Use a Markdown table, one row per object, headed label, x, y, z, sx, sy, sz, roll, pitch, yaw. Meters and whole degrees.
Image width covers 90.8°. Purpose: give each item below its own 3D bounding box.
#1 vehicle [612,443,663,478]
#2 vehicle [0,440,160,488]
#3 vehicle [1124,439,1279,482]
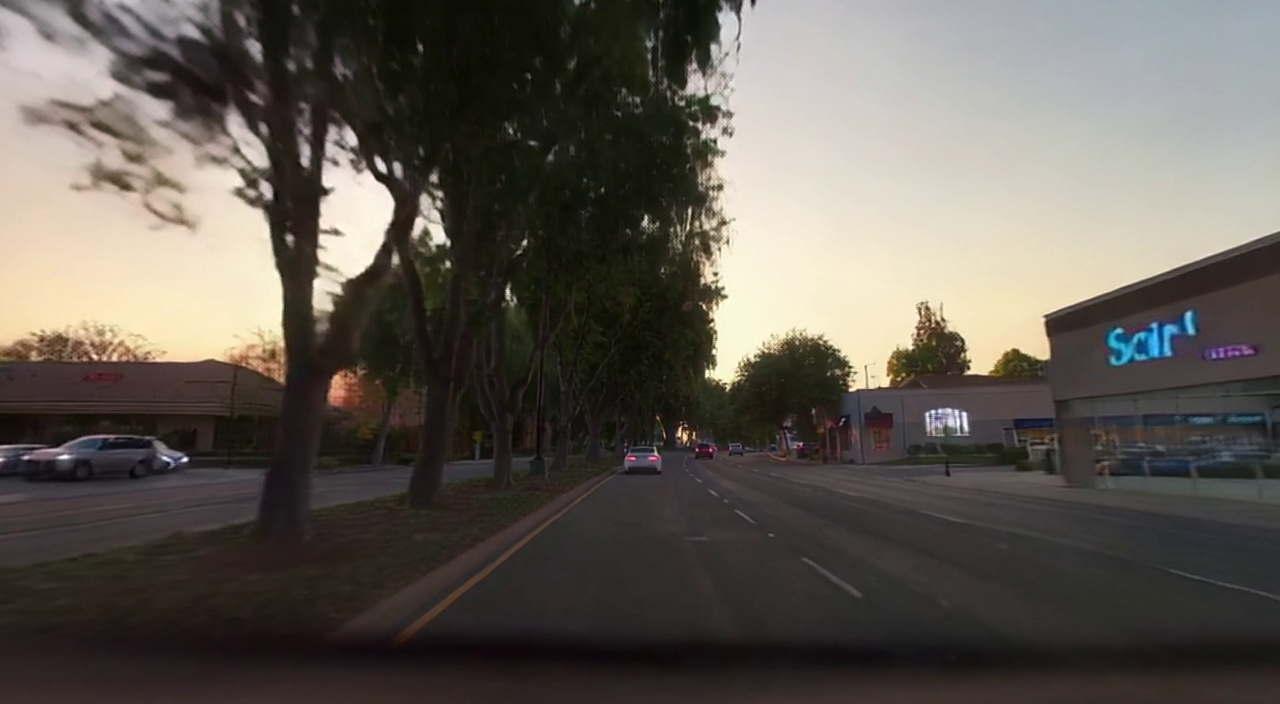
| label | x | y | z | sx | sy | sz | roll | pitch | yaw |
| --- | --- | --- | --- | --- | --- | --- | --- | --- | --- |
| vehicle | -0.055 | 4.851 | 28.512 | 2.095 | 1.456 | 3.873 | -1 | -8 | 3 |
| vehicle | -24.644 | 4.899 | 28.090 | 5.104 | 1.947 | 2.106 | 6 | -10 | -36 |
| vehicle | 20.971 | 4.008 | 23.560 | 4.197 | 1.505 | 1.915 | 0 | -8 | 0 |
